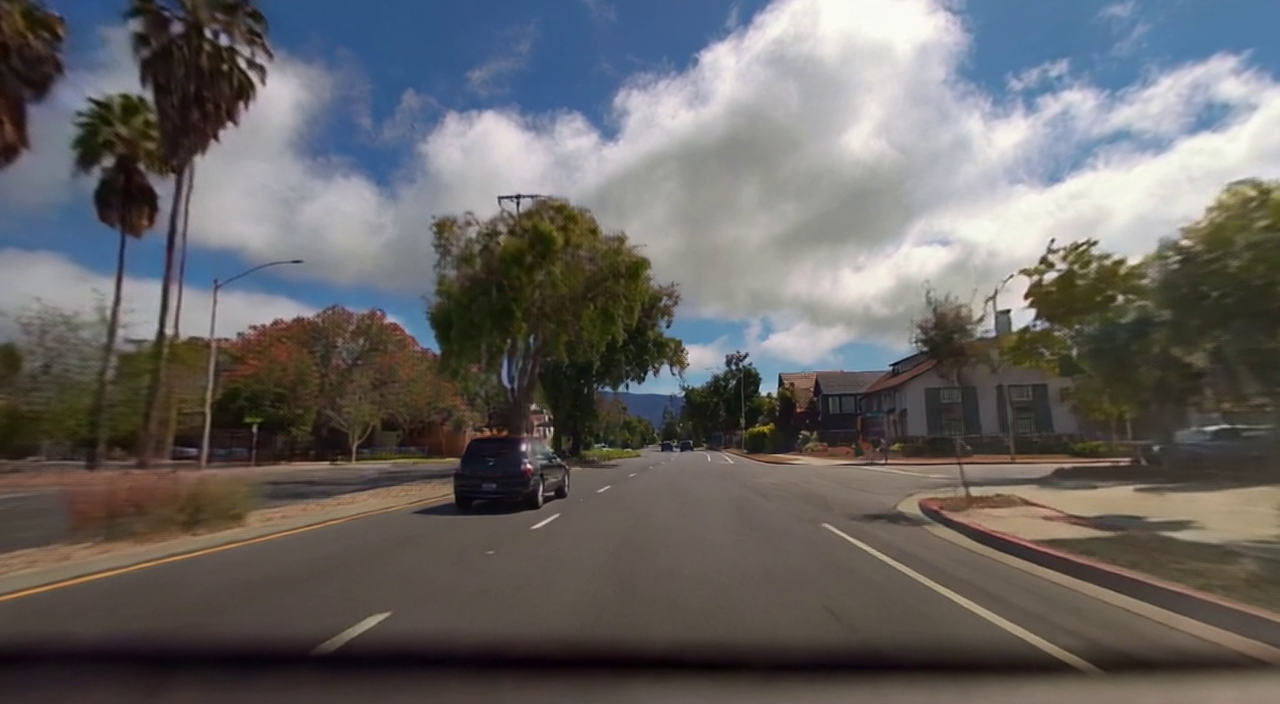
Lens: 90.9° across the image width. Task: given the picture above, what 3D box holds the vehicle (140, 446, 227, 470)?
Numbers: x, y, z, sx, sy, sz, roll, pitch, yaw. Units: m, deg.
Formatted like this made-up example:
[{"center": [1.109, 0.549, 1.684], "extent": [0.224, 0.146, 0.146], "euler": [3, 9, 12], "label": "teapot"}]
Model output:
[{"center": [-29.714, 6.878, 41.033], "extent": [4.447, 1.484, 1.845], "euler": [-1, -8, 8], "label": "vehicle"}]

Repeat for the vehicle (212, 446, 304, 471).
[{"center": [-24.133, 6.711, 39.894], "extent": [4.776, 1.491, 1.991], "euler": [-2, -8, 10], "label": "vehicle"}]

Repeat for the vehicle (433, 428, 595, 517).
[{"center": [-2.335, 2.405, 13.185], "extent": [2.075, 1.498, 4.730], "euler": [-1, -8, 5], "label": "vehicle"}]

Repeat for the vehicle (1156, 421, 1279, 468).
[{"center": [20.083, 3.053, 20.731], "extent": [4.318, 1.451, 1.915], "euler": [-3, -9, 21], "label": "vehicle"}]
